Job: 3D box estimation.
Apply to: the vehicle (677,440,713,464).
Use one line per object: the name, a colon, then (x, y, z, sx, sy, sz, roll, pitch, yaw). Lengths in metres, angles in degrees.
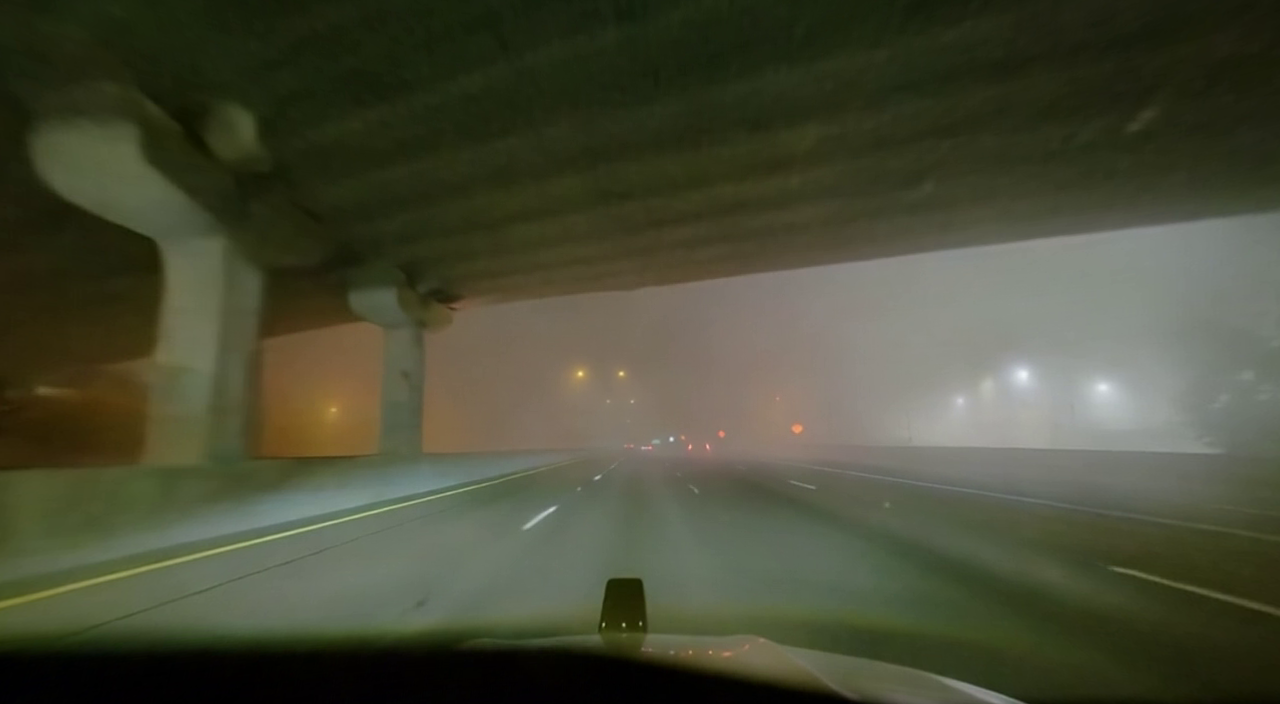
vehicle: (3.634, 6.703, 42.428, 1.949, 1.515, 4.374, 0, -8, -1)
